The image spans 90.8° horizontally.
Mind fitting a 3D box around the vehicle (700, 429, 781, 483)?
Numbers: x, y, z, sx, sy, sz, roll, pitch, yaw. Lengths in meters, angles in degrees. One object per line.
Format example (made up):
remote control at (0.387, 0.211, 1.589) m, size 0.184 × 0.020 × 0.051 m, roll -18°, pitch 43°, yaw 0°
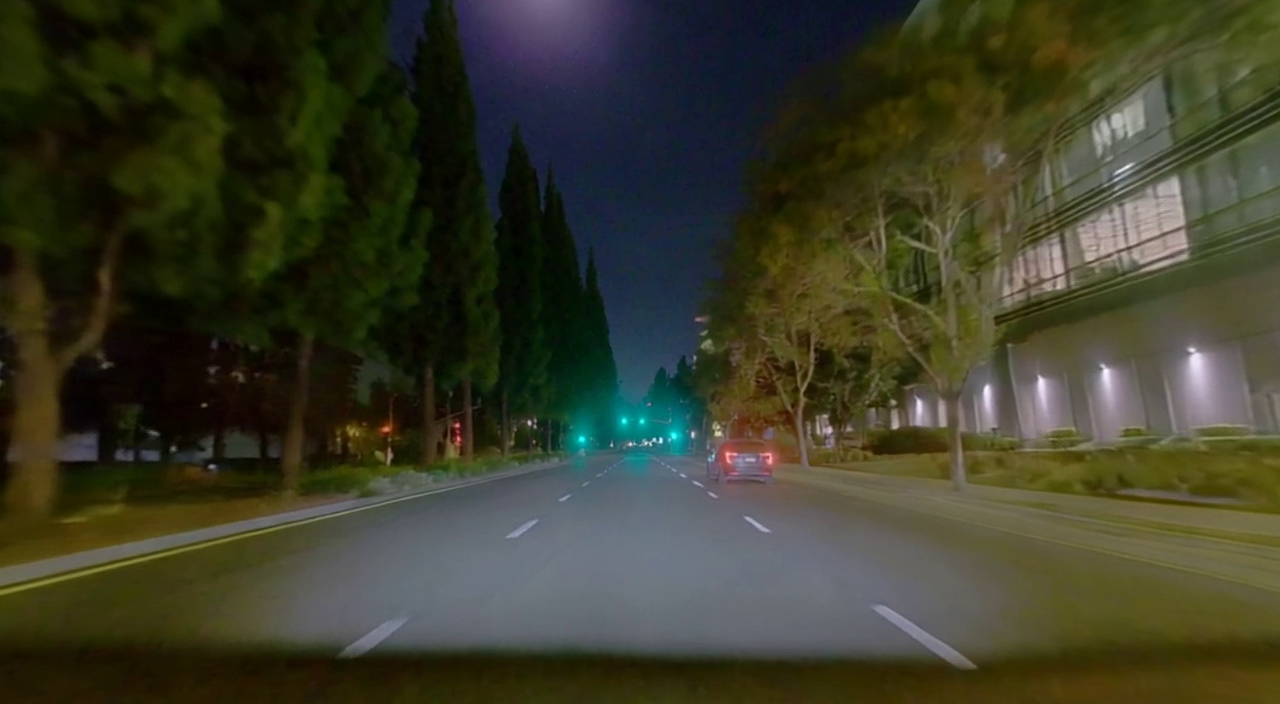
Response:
vehicle at (3.468, 3.710, 22.728) m, size 2.083 × 1.743 × 4.354 m, roll 0°, pitch -8°, yaw -2°
